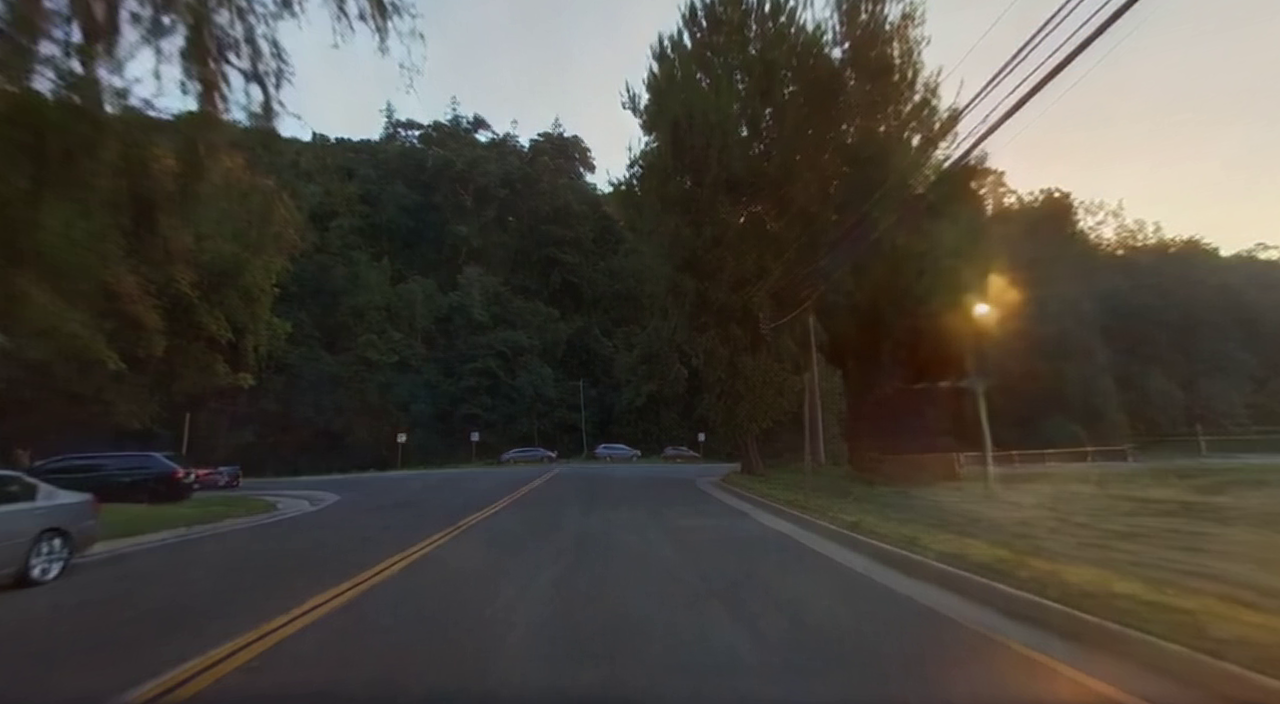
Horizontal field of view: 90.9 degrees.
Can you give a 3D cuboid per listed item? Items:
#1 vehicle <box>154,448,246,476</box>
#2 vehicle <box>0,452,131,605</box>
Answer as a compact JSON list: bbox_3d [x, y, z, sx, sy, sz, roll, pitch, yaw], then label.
[{"bbox_3d":[-29.944,7.468,42.952,4.986,1.796,2.066,-2,-9,8],"label":"vehicle"},{"bbox_3d":[-7.984,1.906,6.603,1.934,1.646,4.273,0,-8,-5],"label":"vehicle"}]
